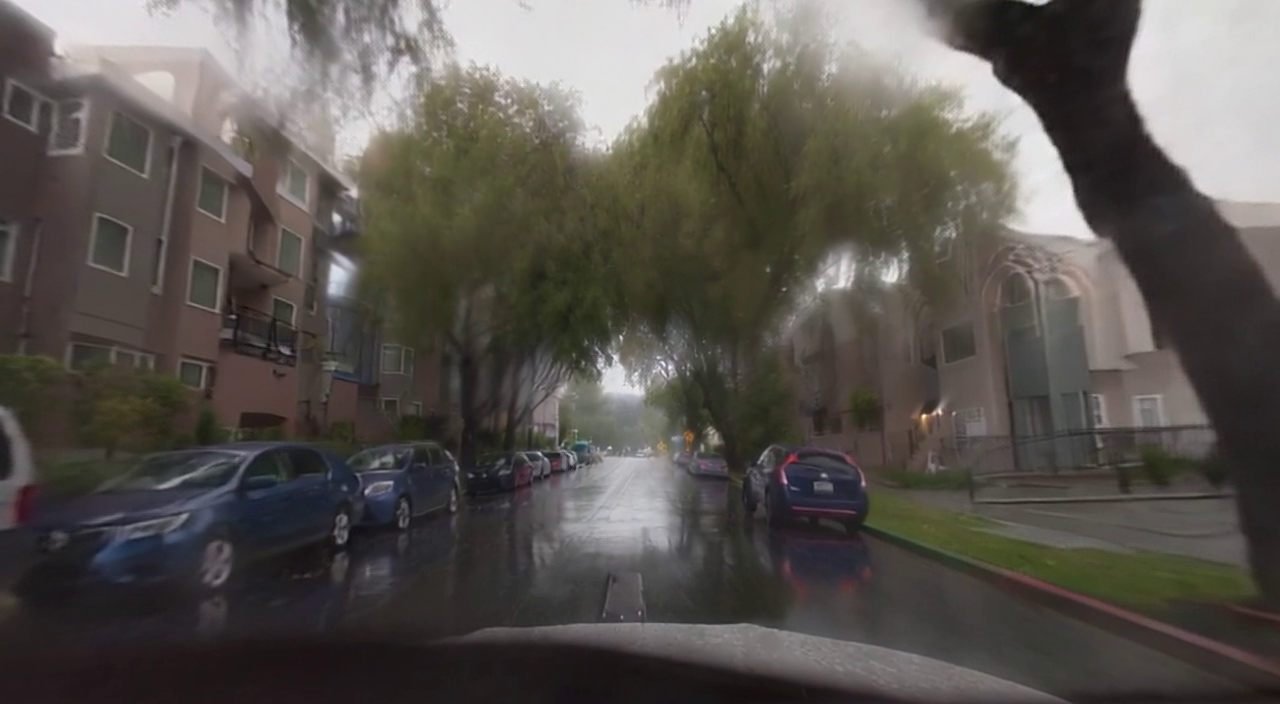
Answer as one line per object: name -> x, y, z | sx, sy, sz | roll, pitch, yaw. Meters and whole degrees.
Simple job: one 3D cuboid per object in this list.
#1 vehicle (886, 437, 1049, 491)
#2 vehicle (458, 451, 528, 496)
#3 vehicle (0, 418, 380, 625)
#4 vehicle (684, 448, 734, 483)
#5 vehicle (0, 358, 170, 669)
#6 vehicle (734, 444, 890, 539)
vehicle -> 10.074, 3.467, 19.705 | 4.001, 1.594, 1.914 | 0, -8, 1
vehicle -> -5.314, 4.428, 23.299 | 1.722, 1.491, 3.431 | 0, -8, 0
vehicle -> -5.352, 1.905, 8.071 | 1.934, 1.810, 4.687 | -1, -9, 2
vehicle -> 3.227, 5.383, 30.249 | 1.835, 1.490, 4.134 | 0, -9, -2
vehicle -> -5.377, 0.904, 2.823 | 2.196, 2.059, 5.748 | -2, -8, -1
vehicle -> 3.072, 2.553, 12.198 | 1.903, 1.512, 3.900 | 0, -8, 0
